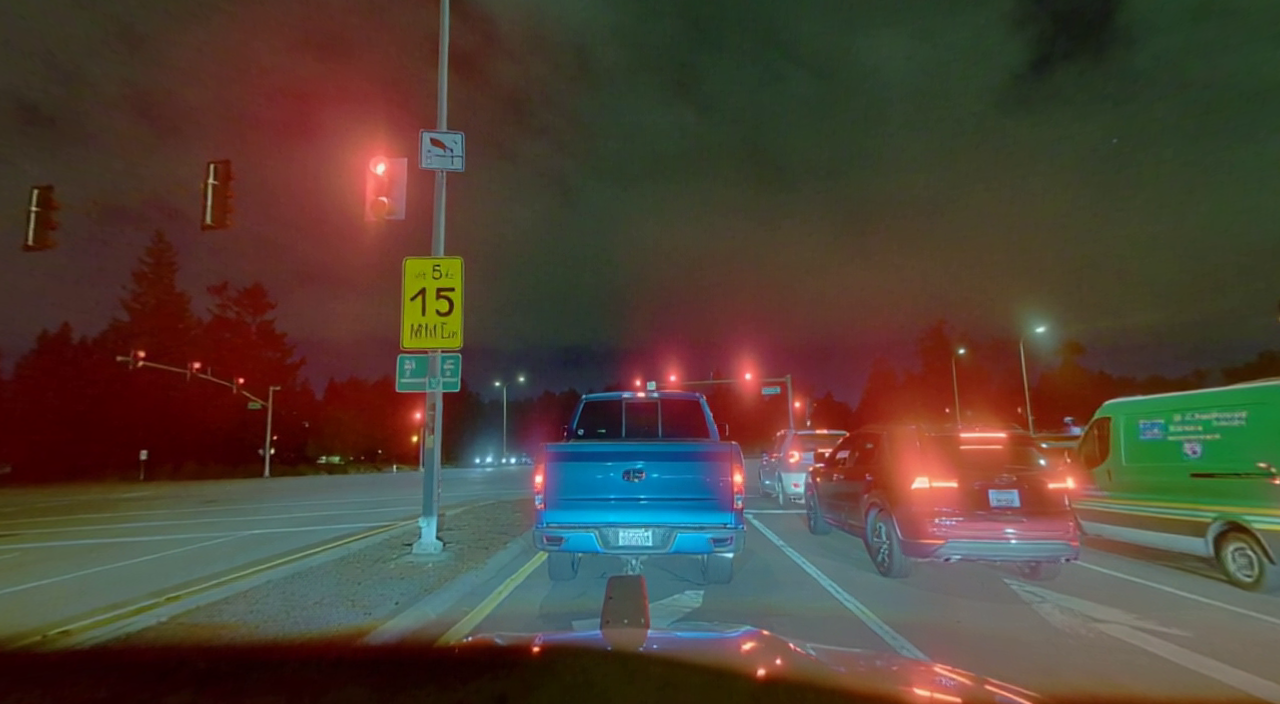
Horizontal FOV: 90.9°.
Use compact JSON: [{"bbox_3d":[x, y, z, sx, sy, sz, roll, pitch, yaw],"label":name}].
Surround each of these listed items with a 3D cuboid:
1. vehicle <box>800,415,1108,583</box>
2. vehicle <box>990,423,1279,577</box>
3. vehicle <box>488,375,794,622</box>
[{"bbox_3d":[3.569,1.724,8.197,1.981,1.616,4.006,0,-8,1],"label":"vehicle"},{"bbox_3d":[6.832,1.749,8.295,1.973,1.470,4.228,0,-8,-1],"label":"vehicle"},{"bbox_3d":[0.041,1.478,7.373,2.326,1.880,4.964,0,-8,1],"label":"vehicle"}]
